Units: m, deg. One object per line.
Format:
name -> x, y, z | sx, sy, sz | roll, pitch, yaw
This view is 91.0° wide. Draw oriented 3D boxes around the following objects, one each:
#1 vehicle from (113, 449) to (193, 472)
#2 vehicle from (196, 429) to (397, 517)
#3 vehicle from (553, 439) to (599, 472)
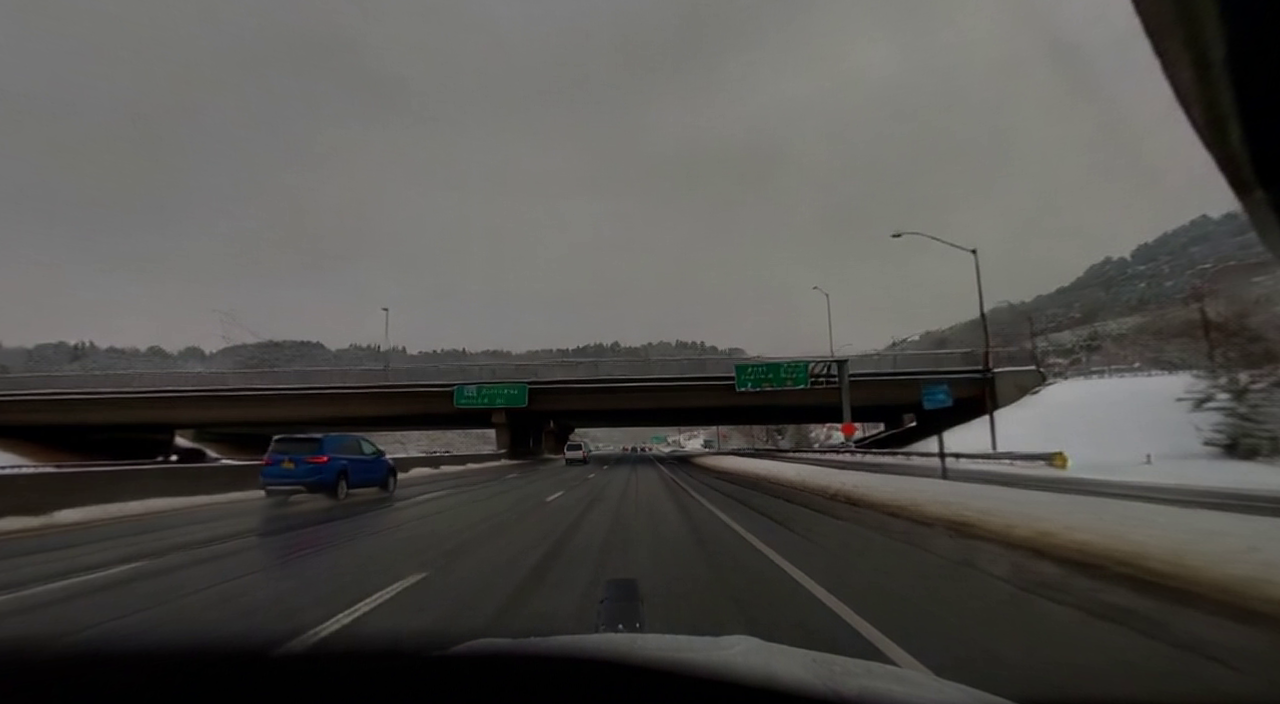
vehicle -> -33.761, 7.516, 43.821 | 1.775, 1.506, 4.629 | 0, -9, 0
vehicle -> -7.756, 2.770, 14.908 | 2.092, 1.712, 4.627 | 0, -9, 0
vehicle -> -3.732, 6.182, 37.705 | 2.144, 1.847, 4.850 | 0, -9, 1
